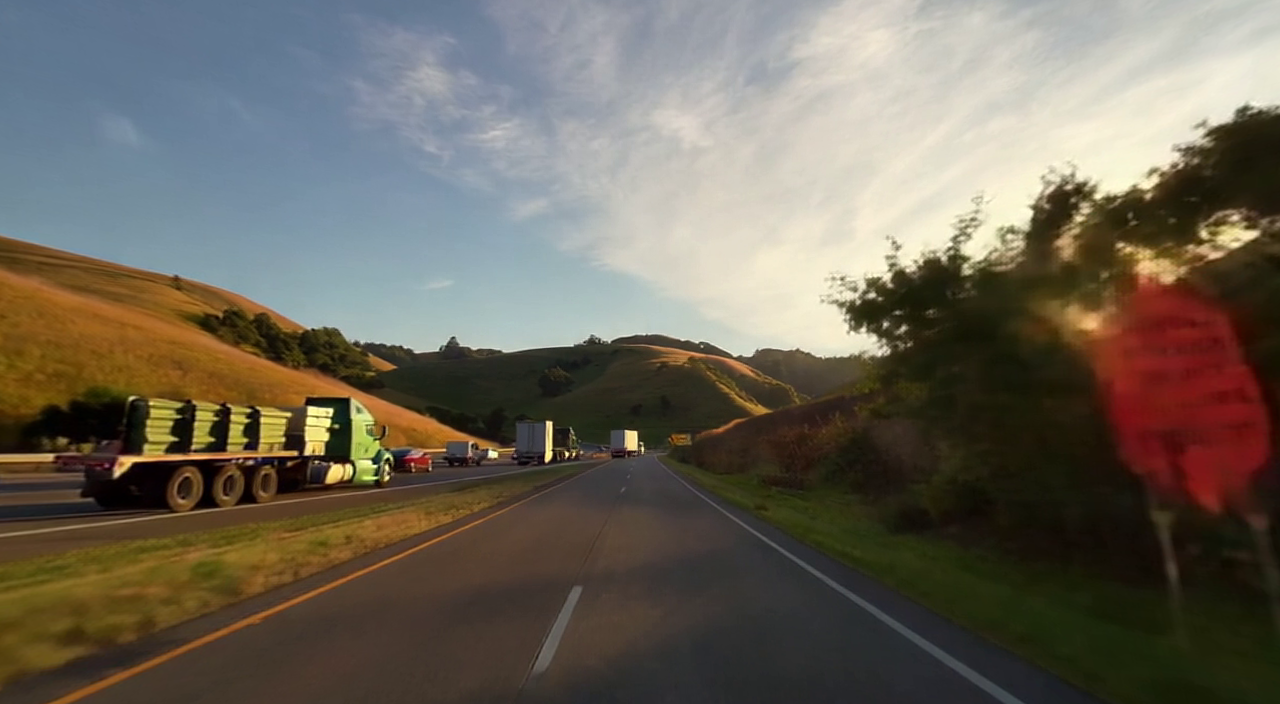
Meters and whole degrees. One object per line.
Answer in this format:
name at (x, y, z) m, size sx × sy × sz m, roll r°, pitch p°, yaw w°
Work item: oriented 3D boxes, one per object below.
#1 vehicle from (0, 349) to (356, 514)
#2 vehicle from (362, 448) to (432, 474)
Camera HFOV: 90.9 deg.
vehicle at (-13.348, 2.631, 19.698) m, size 2.745 × 3.617 × 11.590 m, roll -1°, pitch -9°, yaw 4°
vehicle at (-14.916, 6.720, 38.968) m, size 1.925 × 1.493 × 4.864 m, roll -1°, pitch -9°, yaw 6°
